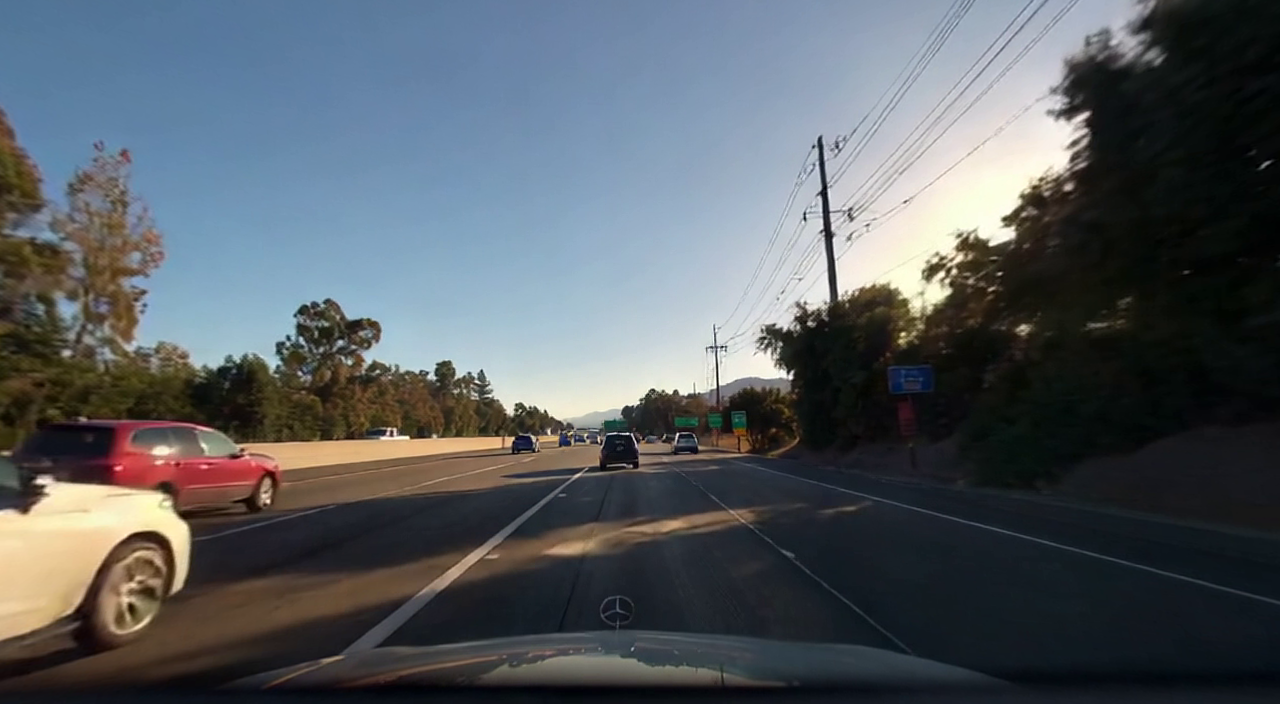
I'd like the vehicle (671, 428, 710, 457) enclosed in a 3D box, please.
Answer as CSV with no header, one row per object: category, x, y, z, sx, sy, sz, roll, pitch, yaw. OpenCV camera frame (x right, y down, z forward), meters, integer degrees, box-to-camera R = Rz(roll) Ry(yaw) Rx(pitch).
vehicle,3.100,5.660,39.431,1.950,1.695,4.446,0,-8,-2

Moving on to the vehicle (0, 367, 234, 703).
vehicle,-3.830,0.778,2.117,1.901,1.601,4.610,0,-8,-1

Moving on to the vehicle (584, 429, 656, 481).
vehicle,-0.615,3.206,20.027,2.086,1.488,3.440,0,-8,-1

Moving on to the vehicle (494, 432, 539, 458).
vehicle,-7.705,5.812,39.582,1.992,1.494,4.133,0,-8,0
